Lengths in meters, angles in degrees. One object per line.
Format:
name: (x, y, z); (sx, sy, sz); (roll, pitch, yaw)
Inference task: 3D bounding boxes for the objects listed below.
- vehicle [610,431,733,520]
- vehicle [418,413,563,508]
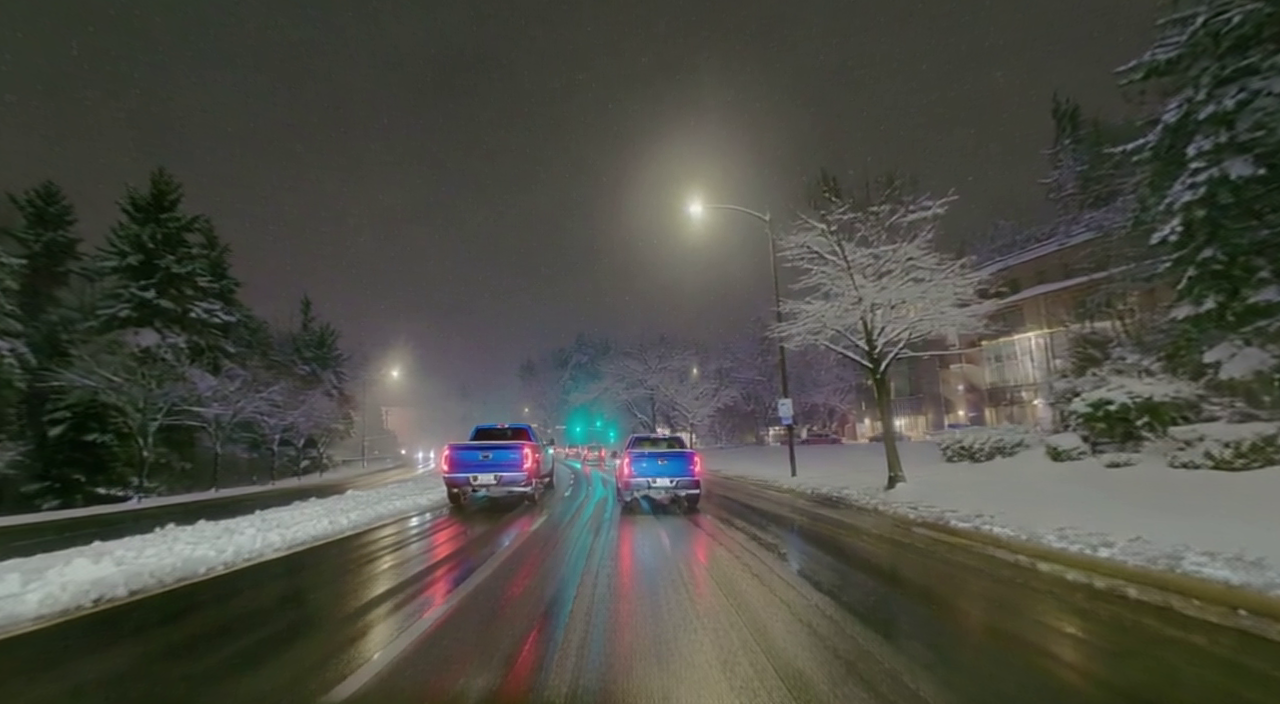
vehicle: (0.457, 2.466, 13.084); (2.142, 1.528, 4.133); (0, -9, -3)
vehicle: (-3.498, 2.733, 16.225); (2.512, 1.992, 5.725); (0, -9, -2)
